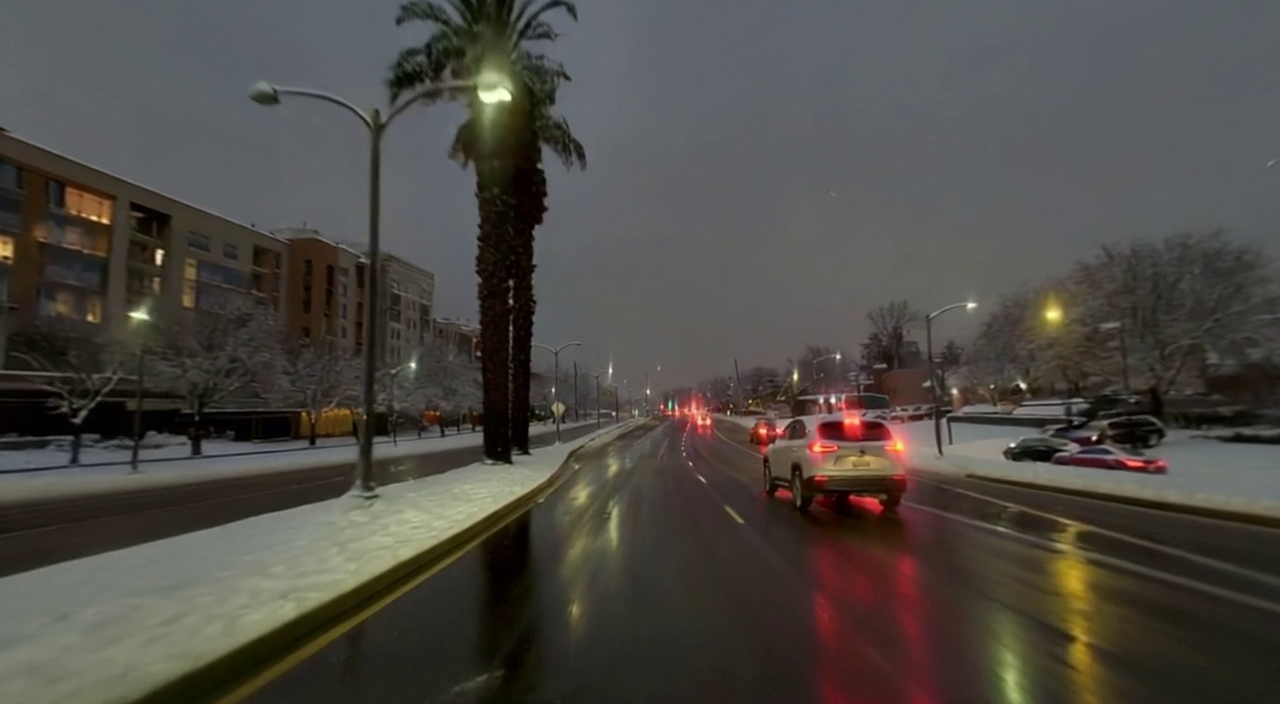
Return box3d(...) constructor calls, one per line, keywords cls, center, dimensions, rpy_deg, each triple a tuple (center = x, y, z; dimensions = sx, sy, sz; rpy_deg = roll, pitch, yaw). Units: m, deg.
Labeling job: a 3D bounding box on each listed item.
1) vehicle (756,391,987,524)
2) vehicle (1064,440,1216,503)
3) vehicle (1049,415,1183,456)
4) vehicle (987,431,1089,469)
box3d(cls="vehicle", center=(3.607, 1.777, 11.062), dimensions=(2.219, 1.795, 4.718), rpy_deg=(0, -8, 0))
box3d(cls="vehicle", center=(17.751, 4.194, 22.734), dimensions=(1.909, 1.442, 4.265), rpy_deg=(-4, -2, -2))
box3d(cls="vehicle", center=(25.058, 4.374, 33.427), dimensions=(4.991, 1.798, 2.501), rpy_deg=(-3, -5, 1))
box3d(cls="vehicle", center=(17.859, 4.423, 28.639), dimensions=(1.818, 1.568, 4.309), rpy_deg=(-1, -8, 1))
